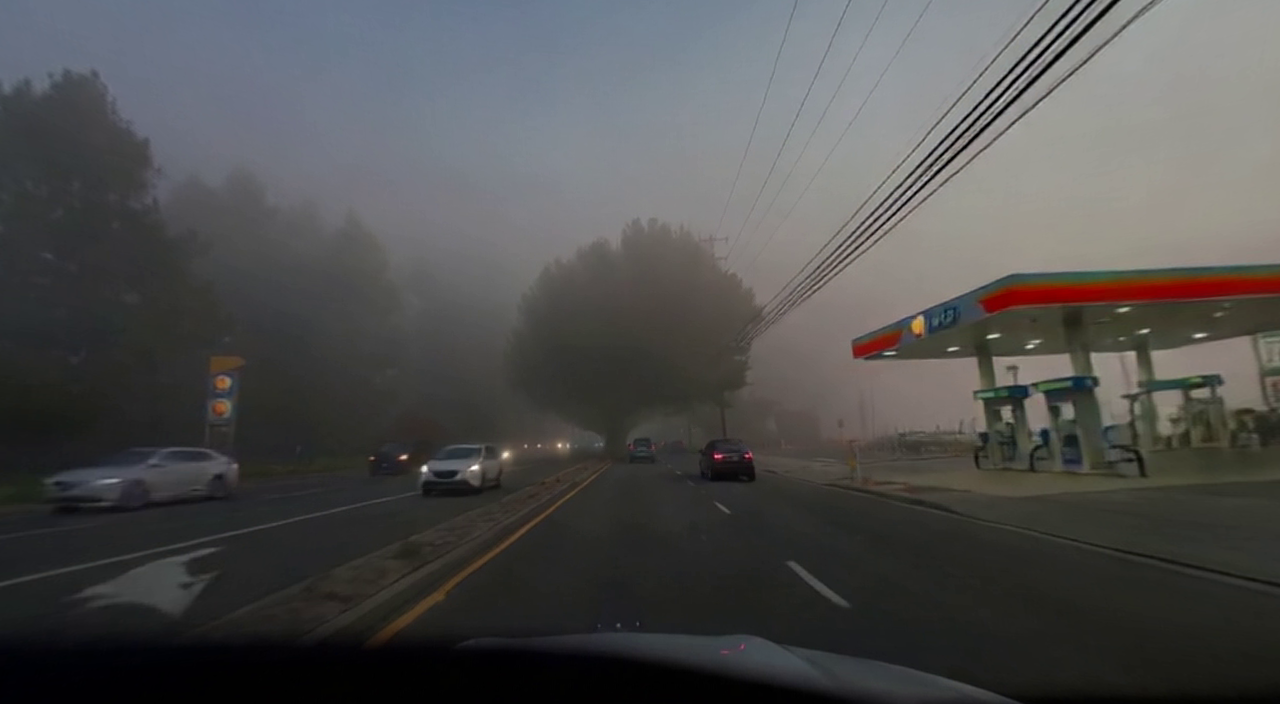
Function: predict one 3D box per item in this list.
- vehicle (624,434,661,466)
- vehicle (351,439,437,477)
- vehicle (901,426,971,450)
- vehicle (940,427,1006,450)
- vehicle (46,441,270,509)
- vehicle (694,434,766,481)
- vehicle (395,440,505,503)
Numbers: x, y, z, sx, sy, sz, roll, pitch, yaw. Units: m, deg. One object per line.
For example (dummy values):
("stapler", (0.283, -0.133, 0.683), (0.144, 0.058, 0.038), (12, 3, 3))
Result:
("vehicle", (0.115, 5.995, 38.858), (2.163, 1.825, 4.073), (0, -8, 0))
("vehicle", (-11.612, 5.023, 30.194), (2.186, 1.607, 4.488), (-1, -8, 1))
("vehicle", (23.248, 6.803, 49.808), (2.187, 1.757, 4.663), (3, -9, -22))
("vehicle", (26.221, 6.860, 49.925), (1.970, 1.691, 4.262), (3, -9, -22))
("vehicle", (-12.488, 3.182, 16.937), (2.264, 1.515, 4.718), (-1, -8, 1))
("vehicle", (3.335, 4.026, 24.344), (1.990, 1.592, 4.294), (0, -8, -2))
("vehicle", (-4.930, 3.129, 16.959), (1.816, 1.484, 3.629), (0, -8, 0))
